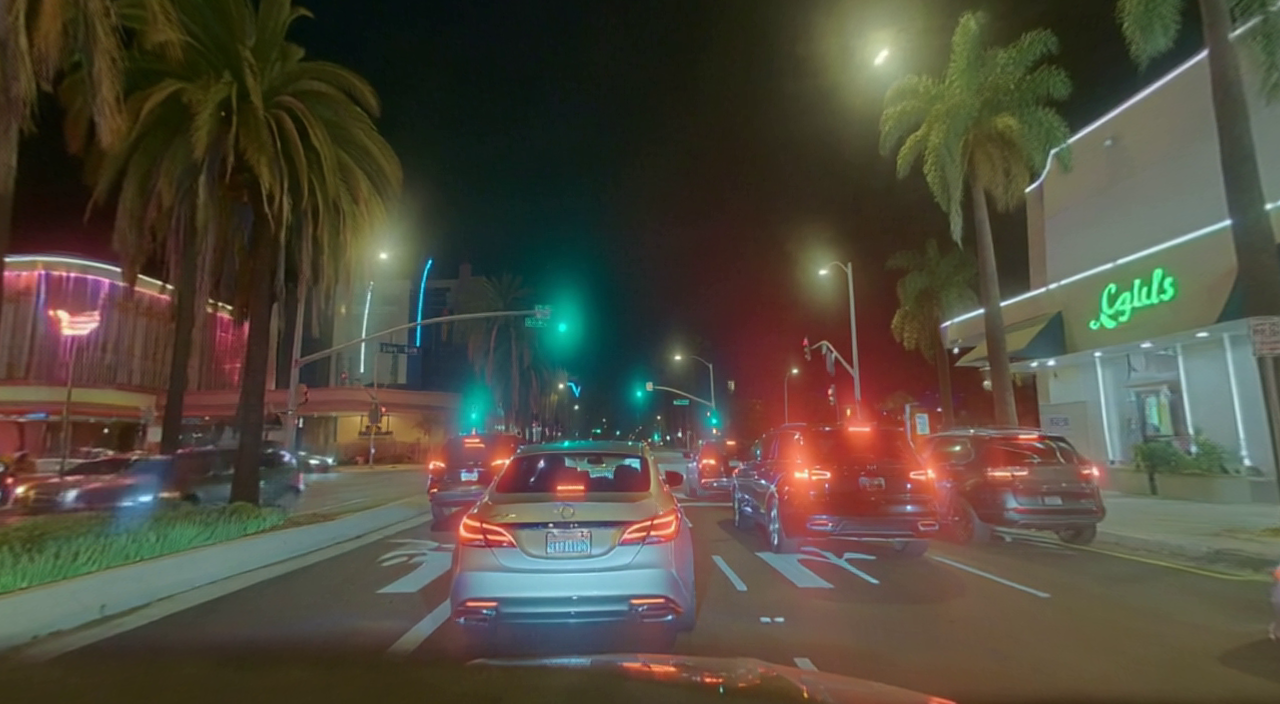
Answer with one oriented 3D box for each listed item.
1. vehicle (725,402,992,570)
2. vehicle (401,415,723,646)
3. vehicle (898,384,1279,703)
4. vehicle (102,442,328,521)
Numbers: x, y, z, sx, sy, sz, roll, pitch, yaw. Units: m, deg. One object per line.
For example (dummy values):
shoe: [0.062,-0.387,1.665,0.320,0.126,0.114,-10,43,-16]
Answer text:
vehicle: [2.633,1.763,9.026,2.096,1.775,4.440,0,-9,-2]
vehicle: [-0.513,1.472,6.230,2.096,1.492,4.071,0,-9,0]
vehicle: [2.612,0.809,1.478,2.085,1.469,4.458,0,-9,-1]
vehicle: [-9.004,2.739,14.002,1.949,1.442,4.502,0,-9,-2]
